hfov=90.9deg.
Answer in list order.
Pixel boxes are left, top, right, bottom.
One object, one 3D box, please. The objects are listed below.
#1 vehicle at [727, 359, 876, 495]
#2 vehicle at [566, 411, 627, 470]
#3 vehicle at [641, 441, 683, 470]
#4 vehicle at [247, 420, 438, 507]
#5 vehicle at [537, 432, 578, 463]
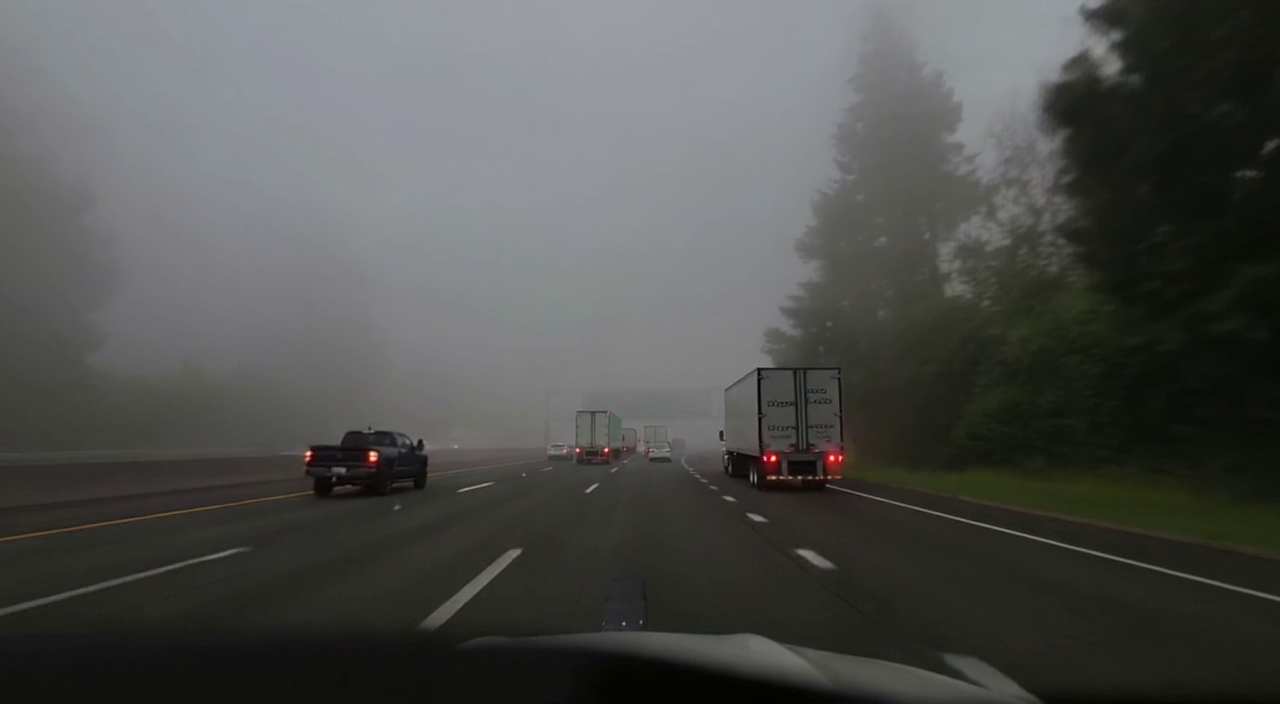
[{"bbox_3d":[4.652,2.467,20.044,2.895,3.484,7.631,0,-8,2],"label":"vehicle"},{"bbox_3d":[-2.428,5.329,37.864,2.745,3.156,7.608,0,-8,3],"label":"vehicle"},{"bbox_3d":[1.196,5.624,34.464,2.105,1.502,4.068,0,-9,2],"label":"vehicle"},{"bbox_3d":[-7.225,2.792,16.178,2.272,1.850,5.156,0,-8,1],"label":"vehicle"},{"bbox_3d":[-6.337,7.430,49.105,2.322,2.195,5.556,0,-9,2],"label":"vehicle"}]
